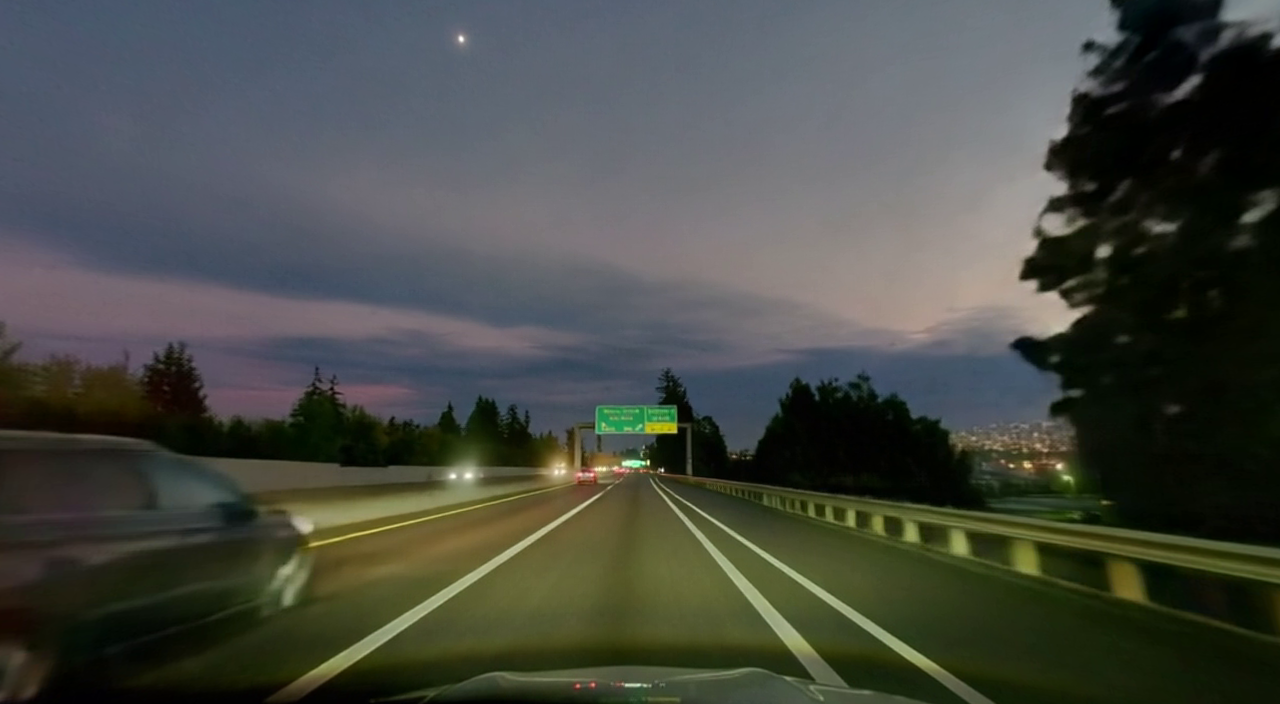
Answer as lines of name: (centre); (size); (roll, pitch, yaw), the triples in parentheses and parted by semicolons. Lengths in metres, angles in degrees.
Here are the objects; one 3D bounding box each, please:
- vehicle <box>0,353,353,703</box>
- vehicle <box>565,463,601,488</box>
vehicle: (-4.010, 0.985, 3.273); (2.254, 1.809, 5.839); (1, -10, 0)
vehicle: (-4.241, 9.332, 47.742); (2.239, 1.687, 4.598); (1, -10, 0)
